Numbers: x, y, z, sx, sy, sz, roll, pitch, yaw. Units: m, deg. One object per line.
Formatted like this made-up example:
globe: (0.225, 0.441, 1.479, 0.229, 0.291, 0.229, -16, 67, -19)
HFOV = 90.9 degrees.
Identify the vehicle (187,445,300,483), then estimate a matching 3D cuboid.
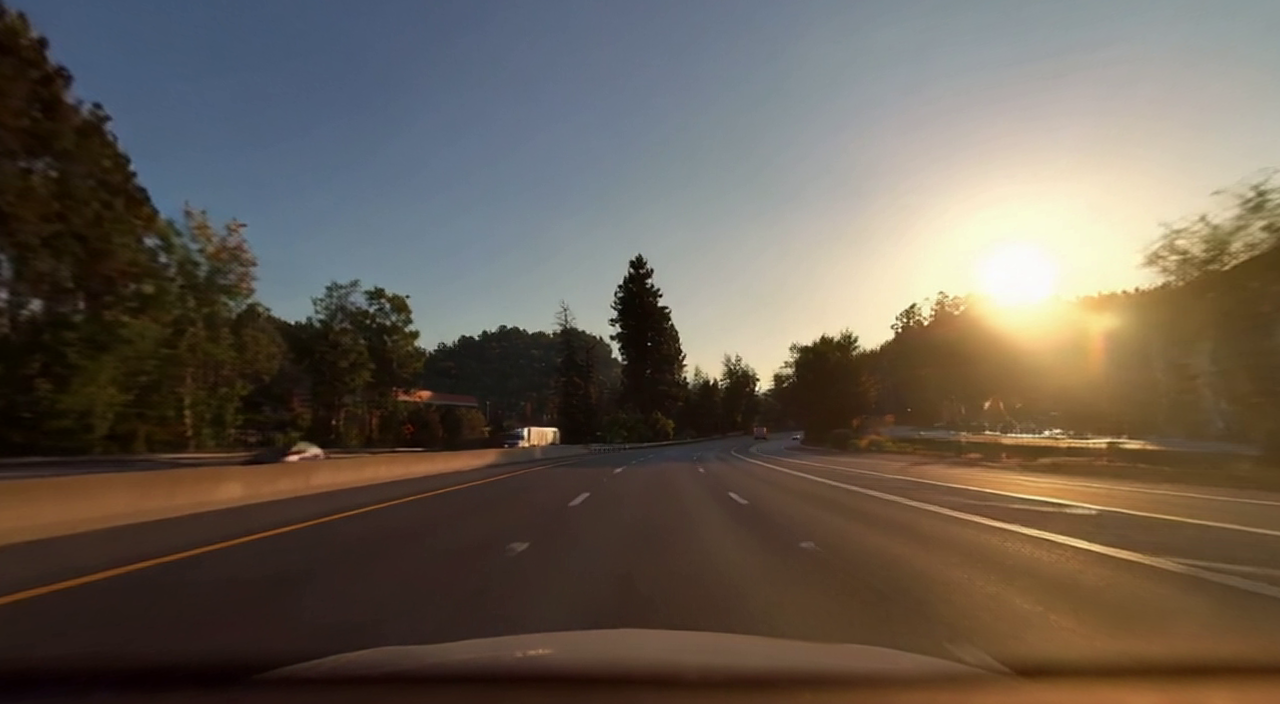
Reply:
vehicle: (-17.174, 4.841, 27.613, 1.945, 1.523, 4.392, 0, -8, 2)
